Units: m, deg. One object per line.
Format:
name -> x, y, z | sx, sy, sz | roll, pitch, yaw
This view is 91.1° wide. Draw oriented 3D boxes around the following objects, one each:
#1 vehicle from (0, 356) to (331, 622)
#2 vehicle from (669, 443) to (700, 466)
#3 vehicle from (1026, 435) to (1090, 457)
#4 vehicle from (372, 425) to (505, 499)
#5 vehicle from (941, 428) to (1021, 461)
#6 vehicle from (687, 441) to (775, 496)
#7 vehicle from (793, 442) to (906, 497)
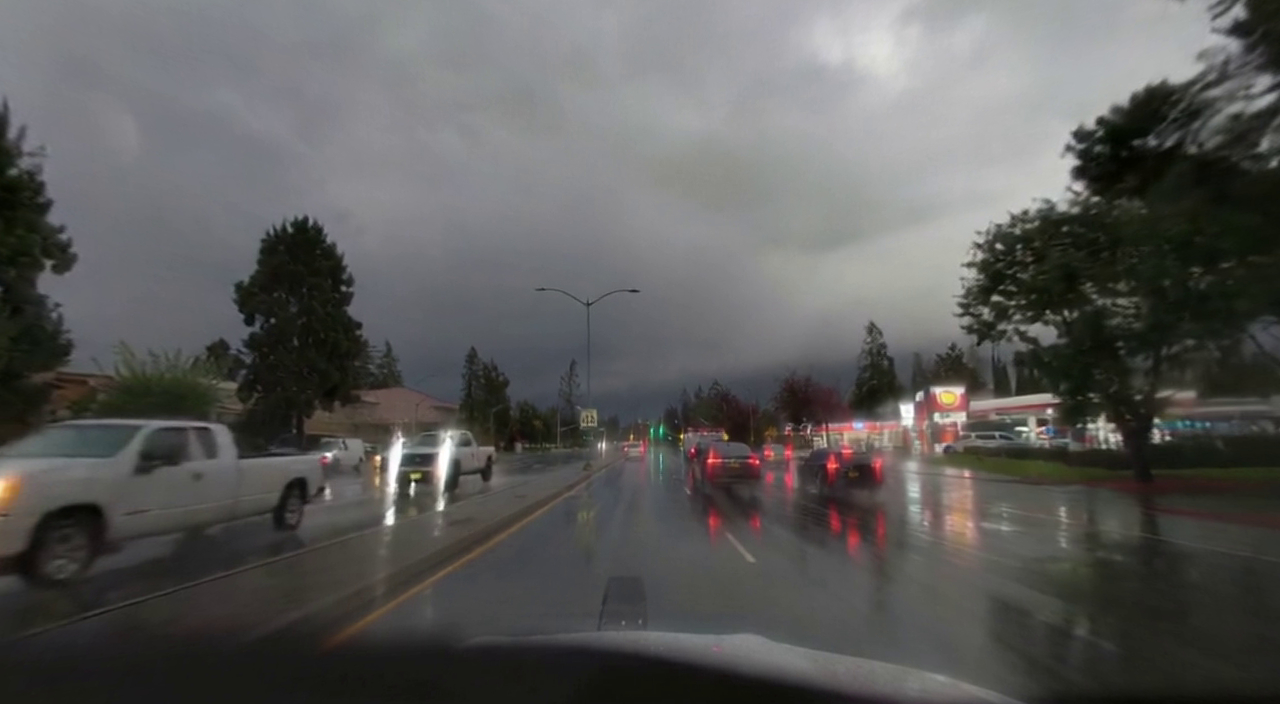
vehicle -> -5.669, 1.307, 6.704 | 2.187, 1.868, 5.181 | -1, -8, -1
vehicle -> 3.086, 7.220, 44.345 | 1.877, 1.502, 3.958 | 0, -8, 0
vehicle -> 29.224, 6.584, 44.044 | 1.933, 1.463, 4.033 | 0, -8, 4
vehicle -> -5.496, 3.068, 18.012 | 2.016, 1.770, 5.300 | 0, -8, 0
vehicle -> 23.763, 6.507, 44.093 | 2.152, 2.069, 6.067 | -1, -8, -1
vehicle -> 2.668, 3.513, 19.501 | 1.971, 1.479, 4.493 | 0, -8, -1
vehicle -> 6.277, 3.531, 19.421 | 1.918, 1.484, 4.456 | 0, -8, -1
